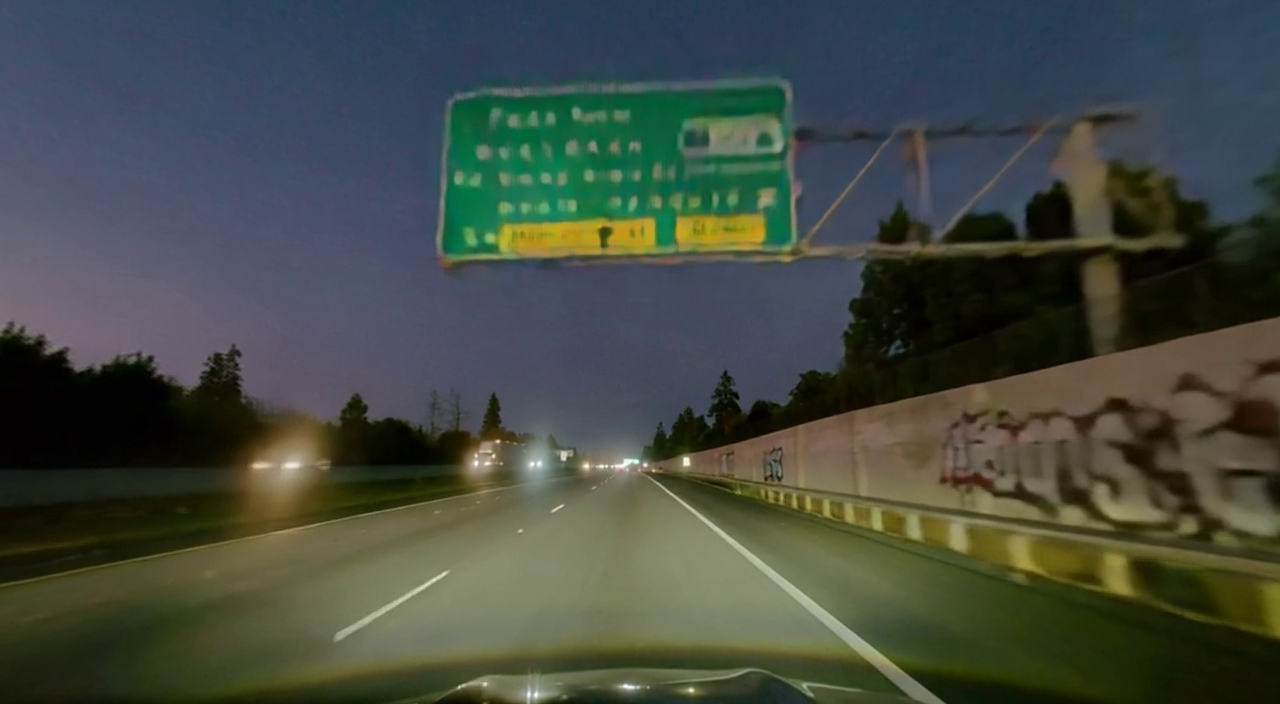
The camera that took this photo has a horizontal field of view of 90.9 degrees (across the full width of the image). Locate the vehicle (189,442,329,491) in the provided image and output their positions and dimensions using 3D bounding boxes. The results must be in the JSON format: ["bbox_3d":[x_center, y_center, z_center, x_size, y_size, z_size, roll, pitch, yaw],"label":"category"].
[{"bbox_3d":[-13.212,4.045,22.262,2.015,1.496,4.666,1,-10,0],"label":"vehicle"}]
